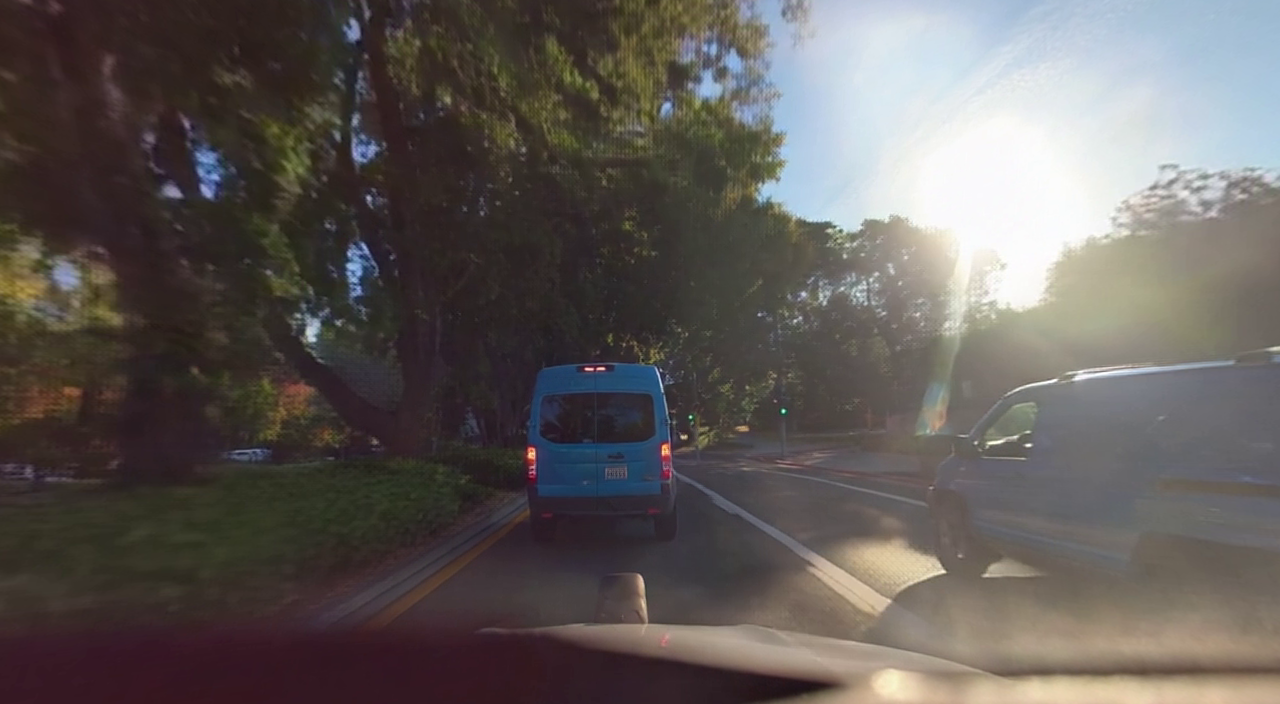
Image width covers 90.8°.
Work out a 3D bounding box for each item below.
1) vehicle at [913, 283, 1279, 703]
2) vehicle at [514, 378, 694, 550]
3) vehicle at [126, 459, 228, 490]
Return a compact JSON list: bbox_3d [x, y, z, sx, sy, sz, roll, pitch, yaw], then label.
[{"bbox_3d":[3.691,0.875,4.137,1.988,1.873,3.968,0,-9,0],"label":"vehicle"},{"bbox_3d":[-0.383,1.653,9.794,2.145,2.046,4.309,0,-9,1],"label":"vehicle"},{"bbox_3d":[-27.935,7.353,38.170,4.857,1.729,2.029,-1,-9,9],"label":"vehicle"}]
